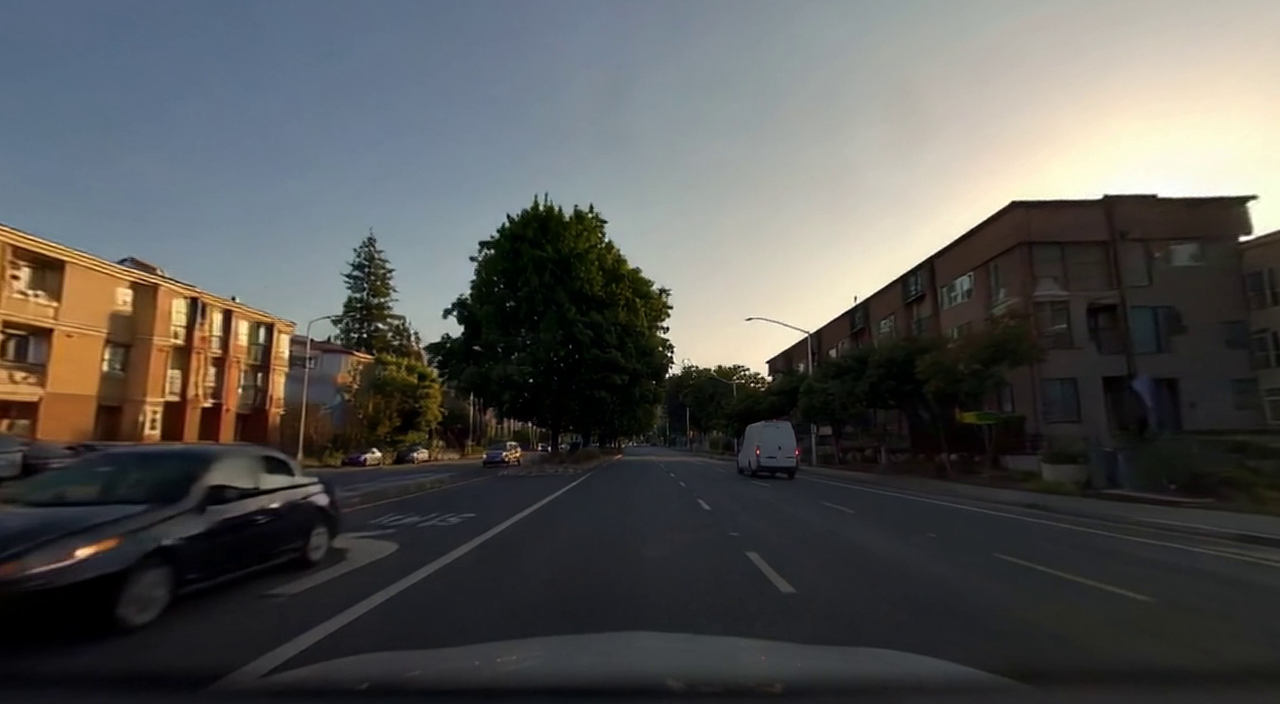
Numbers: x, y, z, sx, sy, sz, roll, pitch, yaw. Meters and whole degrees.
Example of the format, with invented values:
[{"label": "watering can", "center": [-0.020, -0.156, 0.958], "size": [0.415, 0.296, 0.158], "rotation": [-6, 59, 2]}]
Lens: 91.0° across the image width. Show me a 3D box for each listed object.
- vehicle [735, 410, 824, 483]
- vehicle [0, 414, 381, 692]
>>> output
[{"label": "vehicle", "center": [6.689, 4.731, 31.496], "size": [2.802, 3.208, 7.459], "rotation": [0, -9, 0]}, {"label": "vehicle", "center": [-4.333, 1.476, 5.801], "size": [2.003, 1.539, 4.396], "rotation": [-1, -9, 0]}]
